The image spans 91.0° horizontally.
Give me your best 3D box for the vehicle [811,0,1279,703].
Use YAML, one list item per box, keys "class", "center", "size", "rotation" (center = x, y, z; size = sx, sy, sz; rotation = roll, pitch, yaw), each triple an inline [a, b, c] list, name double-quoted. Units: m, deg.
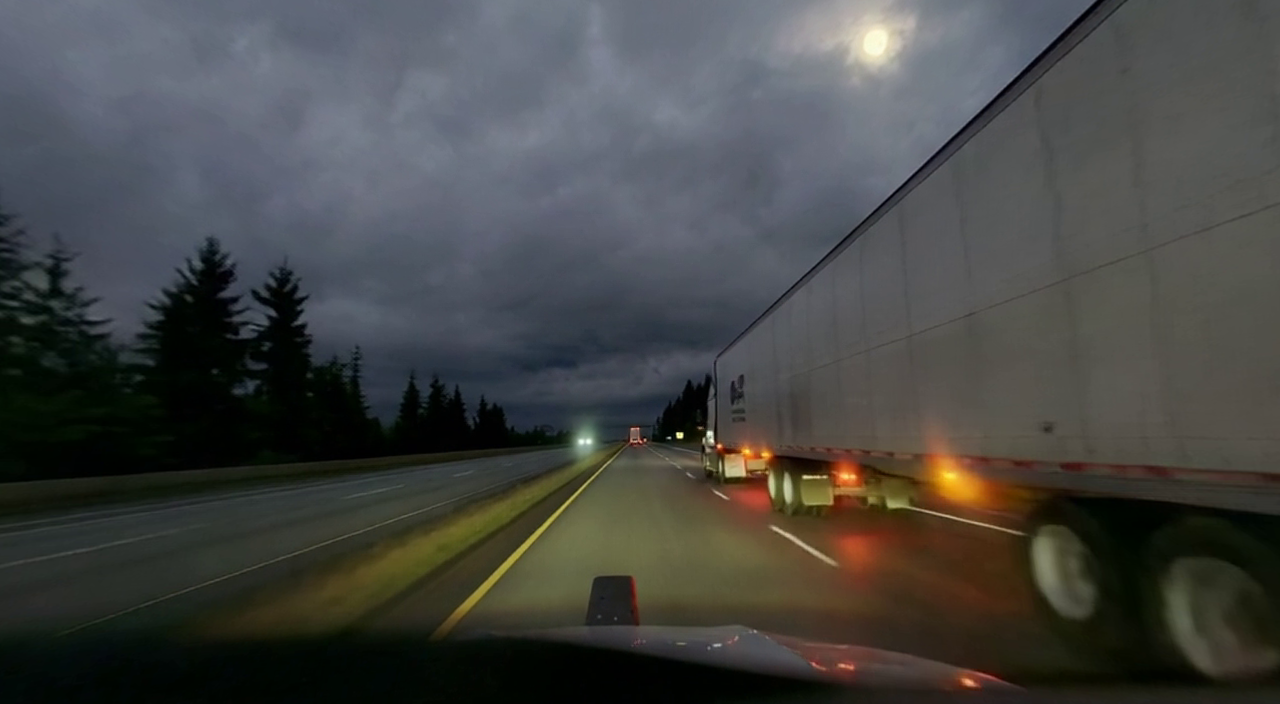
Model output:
- class: "vehicle"
  center: [3.999, 0.022, 4.481]
  size: [3.006, 3.850, 8.310]
  rotation: [0, -8, -1]
